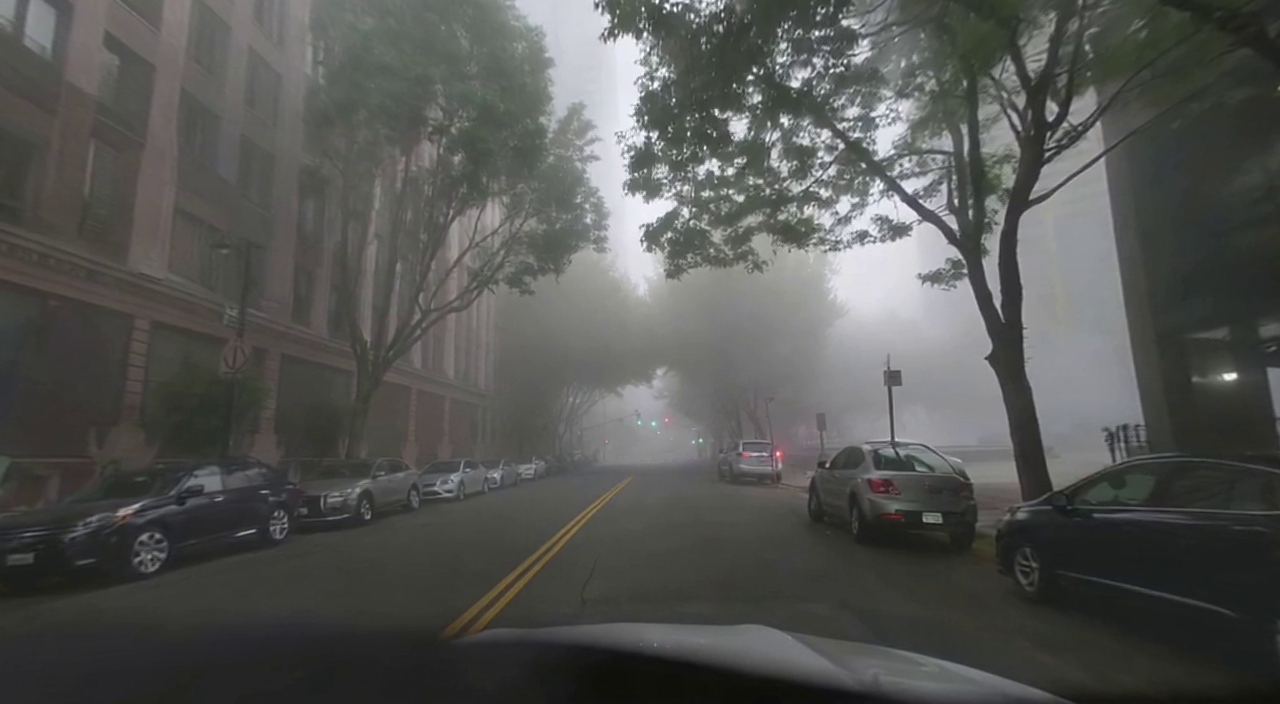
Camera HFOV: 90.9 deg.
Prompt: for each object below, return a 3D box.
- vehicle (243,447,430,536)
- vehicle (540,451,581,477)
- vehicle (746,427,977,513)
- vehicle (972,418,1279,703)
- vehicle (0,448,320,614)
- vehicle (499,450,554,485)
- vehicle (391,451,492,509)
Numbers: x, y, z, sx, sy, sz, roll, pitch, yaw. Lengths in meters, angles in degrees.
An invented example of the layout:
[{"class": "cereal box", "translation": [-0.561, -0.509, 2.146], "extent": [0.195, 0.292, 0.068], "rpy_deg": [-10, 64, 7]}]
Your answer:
[{"class": "vehicle", "translation": [-6.762, 3.103, 14.780], "extent": [2.123, 1.596, 4.659], "rpy_deg": [-2, -8, -1]}, {"class": "vehicle", "translation": [-5.391, 7.643, 43.318], "extent": [2.270, 1.539, 4.855], "rpy_deg": [-2, -8, -1]}, {"class": "vehicle", "translation": [5.246, 2.843, 15.607], "extent": [4.772, 1.876, 2.400], "rpy_deg": [-1, -8, 0]}, {"class": "vehicle", "translation": [4.529, 1.231, 4.027], "extent": [2.331, 1.533, 4.831], "rpy_deg": [0, -8, 2]}, {"class": "vehicle", "translation": [-7.040, 2.275, 9.119], "extent": [2.244, 1.616, 5.013], "rpy_deg": [-2, -8, -1]}, {"class": "vehicle", "translation": [-5.839, 5.969, 32.905], "extent": [2.110, 1.498, 4.555], "rpy_deg": [-2, -8, -1]}, {"class": "vehicle", "translation": [-6.490, 4.202, 21.260], "extent": [1.944, 1.574, 4.717], "rpy_deg": [-2, -8, -1]}]
